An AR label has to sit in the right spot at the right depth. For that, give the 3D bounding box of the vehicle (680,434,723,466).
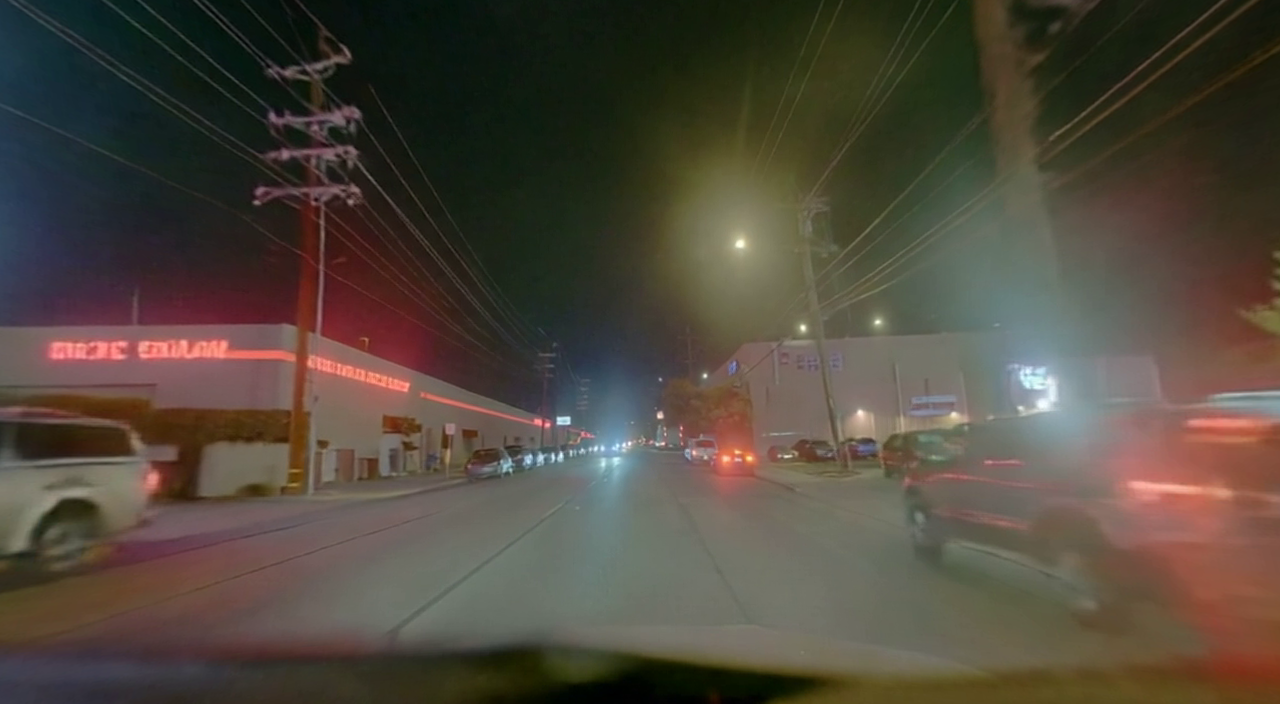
[{"bbox_3d":[4.021,6.557,42.491,2.218,1.956,5.916,0,-8,-1],"label":"vehicle"}]

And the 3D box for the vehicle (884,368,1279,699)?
[{"bbox_3d":[4.277,1.352,5.988,2.087,1.892,4.579,0,-8,0],"label":"vehicle"}]

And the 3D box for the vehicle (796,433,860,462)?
[{"bbox_3d":[12.128,6.213,41.121,1.965,1.705,4.677,0,-8,-10],"label":"vehicle"}]

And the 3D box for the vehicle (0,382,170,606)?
[{"bbox_3d":[-7.547,1.275,4.969,2.692,2.152,6.686,-2,-8,-1],"label":"vehicle"}]

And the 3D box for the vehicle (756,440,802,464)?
[{"bbox_3d":[8.923,6.483,40.947,1.798,1.370,4.191,-3,-9,-3],"label":"vehicle"}]

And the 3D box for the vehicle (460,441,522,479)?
[{"bbox_3d":[-7.648,5.560,32.866,2.194,1.775,4.482,0,-8,-1],"label":"vehicle"}]

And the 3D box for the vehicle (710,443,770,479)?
[{"bbox_3d":[4.393,4.839,28.419,1.919,1.453,4.425,0,-8,-1],"label":"vehicle"}]
